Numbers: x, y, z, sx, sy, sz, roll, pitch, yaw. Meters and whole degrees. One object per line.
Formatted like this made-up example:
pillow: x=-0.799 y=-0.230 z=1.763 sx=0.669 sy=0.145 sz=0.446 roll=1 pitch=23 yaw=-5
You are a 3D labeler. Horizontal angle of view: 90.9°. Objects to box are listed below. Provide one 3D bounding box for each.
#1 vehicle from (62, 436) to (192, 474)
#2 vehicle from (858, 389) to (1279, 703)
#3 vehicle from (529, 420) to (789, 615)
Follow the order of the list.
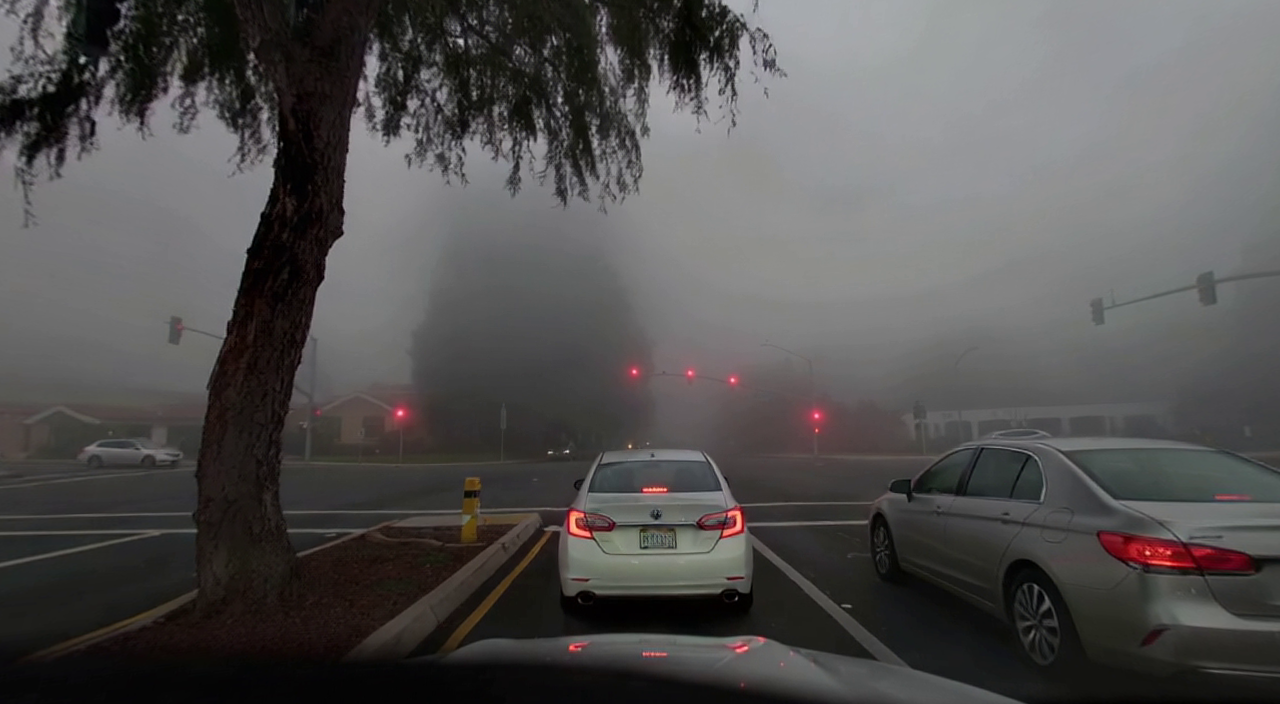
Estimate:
vehicle: x=-24.299 y=4.877 z=29.989 sx=4.450 sy=1.684 sz=1.894 roll=0 pitch=-8 yaw=0
vehicle: x=3.174 y=1.126 z=3.897 sx=1.931 sy=1.493 sz=4.555 roll=0 pitch=-8 yaw=-1
vehicle: x=0.106 y=1.563 z=6.872 sx=2.017 sy=1.485 sz=3.813 roll=0 pitch=-8 yaw=-1
